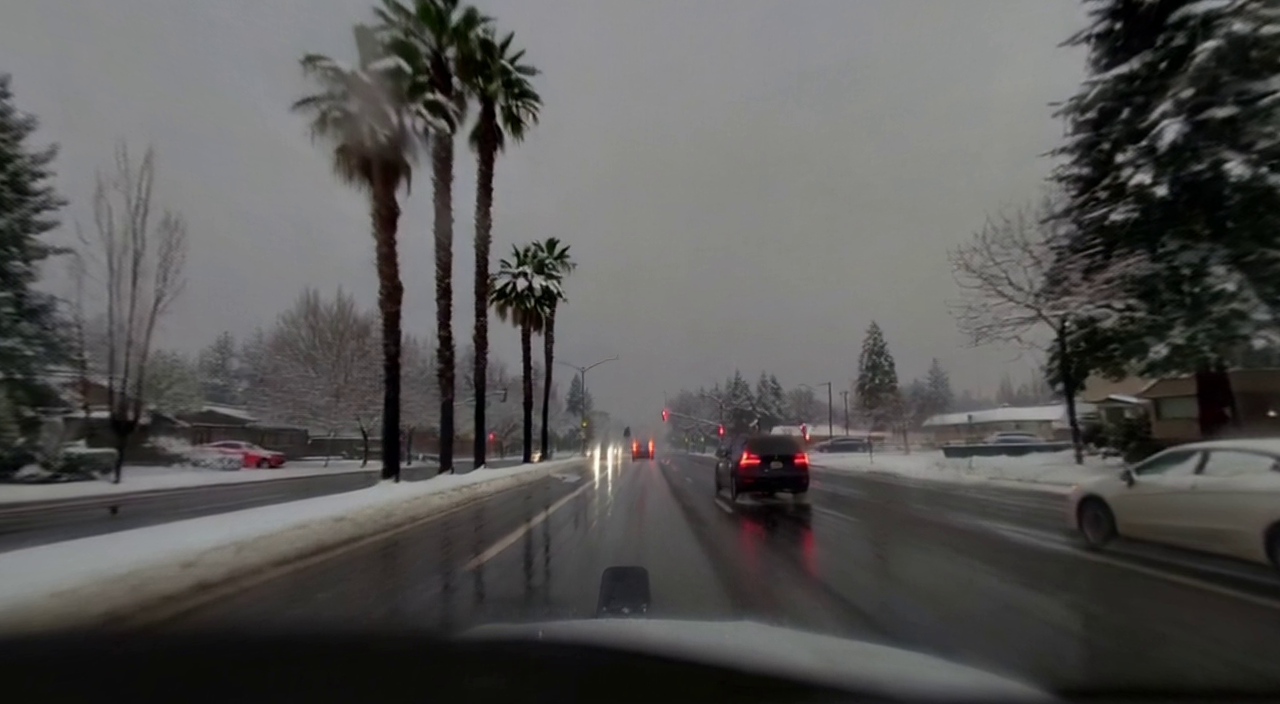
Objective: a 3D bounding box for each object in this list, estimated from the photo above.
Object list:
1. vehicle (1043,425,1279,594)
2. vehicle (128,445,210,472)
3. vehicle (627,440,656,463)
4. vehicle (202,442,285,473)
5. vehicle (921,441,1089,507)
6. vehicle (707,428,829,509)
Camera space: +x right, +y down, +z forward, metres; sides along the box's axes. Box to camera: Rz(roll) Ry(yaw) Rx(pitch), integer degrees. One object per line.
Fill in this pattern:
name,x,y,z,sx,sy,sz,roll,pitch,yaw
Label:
vehicle,6.551,1.507,6.403,1.890,1.471,4.566,0,-9,0
vehicle,-30.773,6.953,41.395,1.898,1.692,4.455,0,-9,0
vehicle,0.139,7.596,48.235,2.087,1.709,4.076,0,-9,1
vehicle,-25.706,6.843,41.150,2.070,1.856,5.069,0,-9,0
vehicle,10.113,3.397,18.035,1.916,1.548,4.799,2,-9,-1
vehicle,2.867,2.731,15.220,2.009,1.639,4.267,0,-9,0
